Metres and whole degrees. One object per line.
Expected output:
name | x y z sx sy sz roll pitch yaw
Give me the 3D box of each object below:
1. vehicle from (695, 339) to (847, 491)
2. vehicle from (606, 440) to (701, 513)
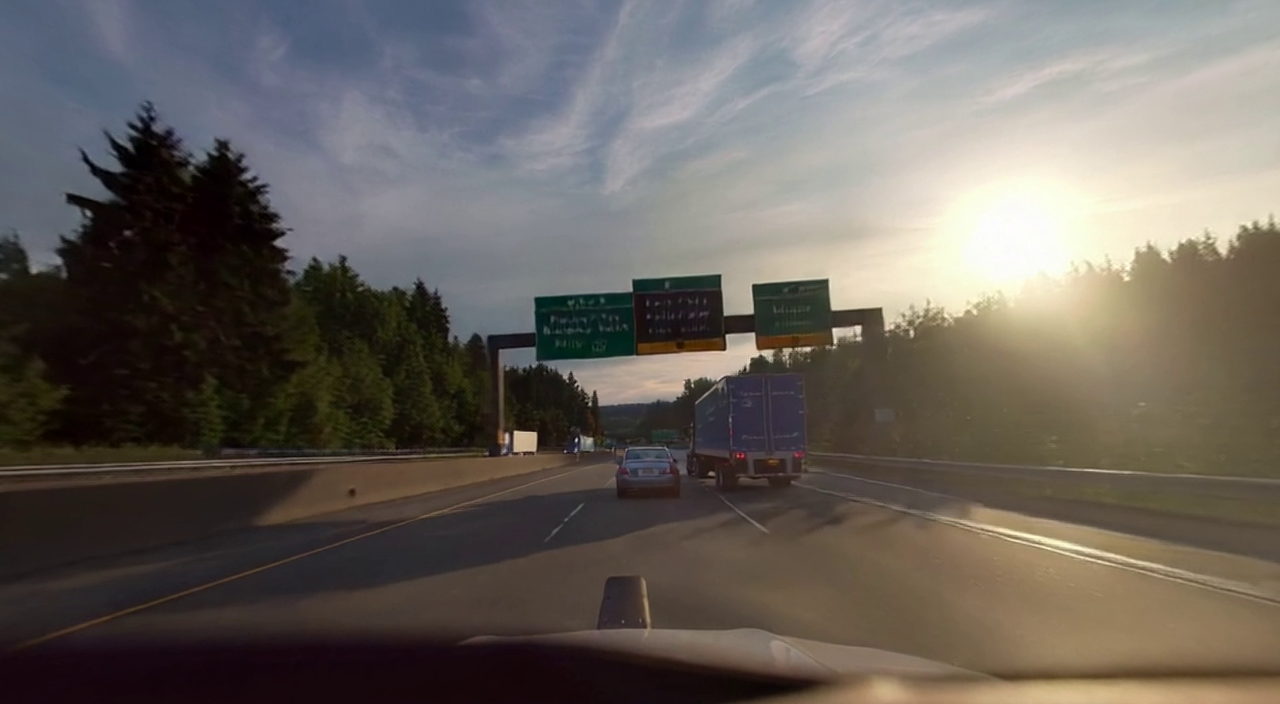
vehicle | 4.052 2.736 23.615 2.960 4.018 13.834 0 -9 1
vehicle | 0.265 3.034 15.848 2.039 1.532 4.610 0 -9 0
